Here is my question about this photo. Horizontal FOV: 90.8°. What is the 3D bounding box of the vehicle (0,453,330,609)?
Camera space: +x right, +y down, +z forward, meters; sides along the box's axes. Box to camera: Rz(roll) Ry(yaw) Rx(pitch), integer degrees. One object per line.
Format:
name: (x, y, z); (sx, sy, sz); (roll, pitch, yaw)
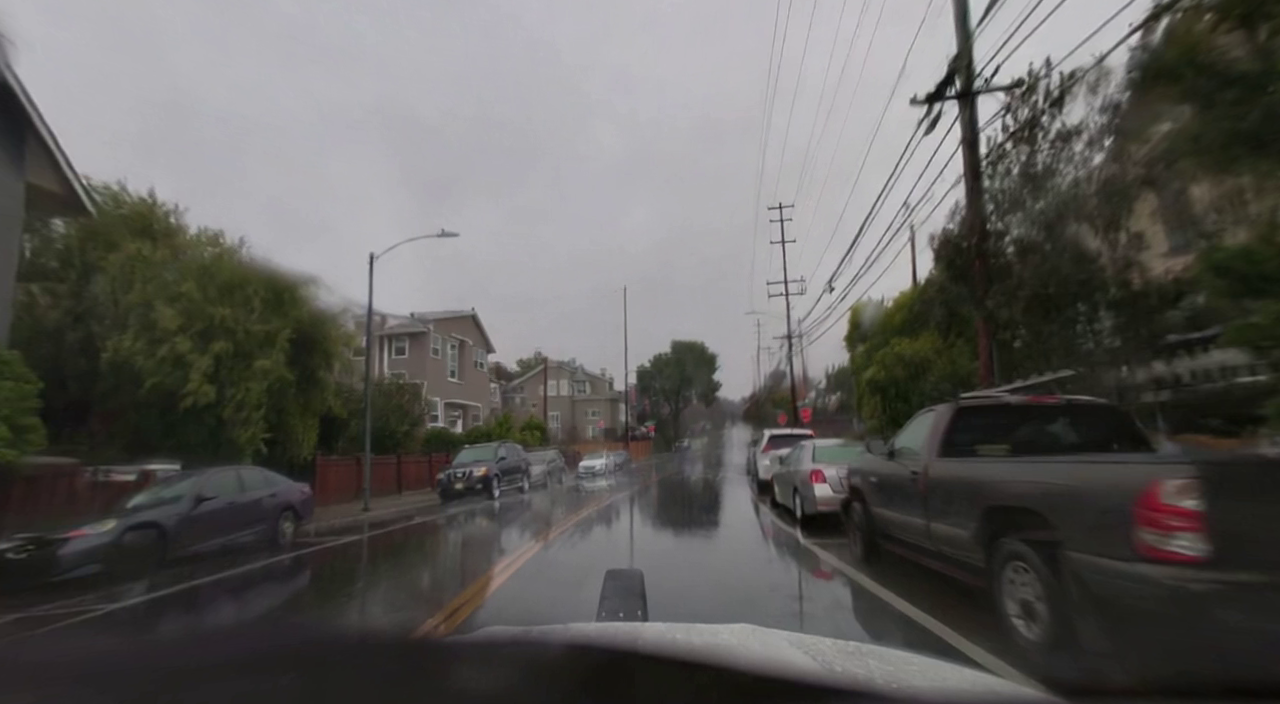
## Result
vehicle: (-7.317, 2.465, 9.812); (2.086, 1.706, 4.649); (-2, -8, 9)

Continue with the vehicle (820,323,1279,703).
vehicle: (3.087, 1.127, 4.886); (2.161, 1.813, 4.910); (-1, -8, 3)

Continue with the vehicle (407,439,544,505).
vehicle: (-5.385, 4.014, 21.851); (2.359, 1.947, 5.833); (-2, -8, 9)

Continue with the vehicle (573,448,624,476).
vehicle: (-2.347, 6.414, 37.040); (2.098, 1.454, 4.449); (-2, -8, 8)
